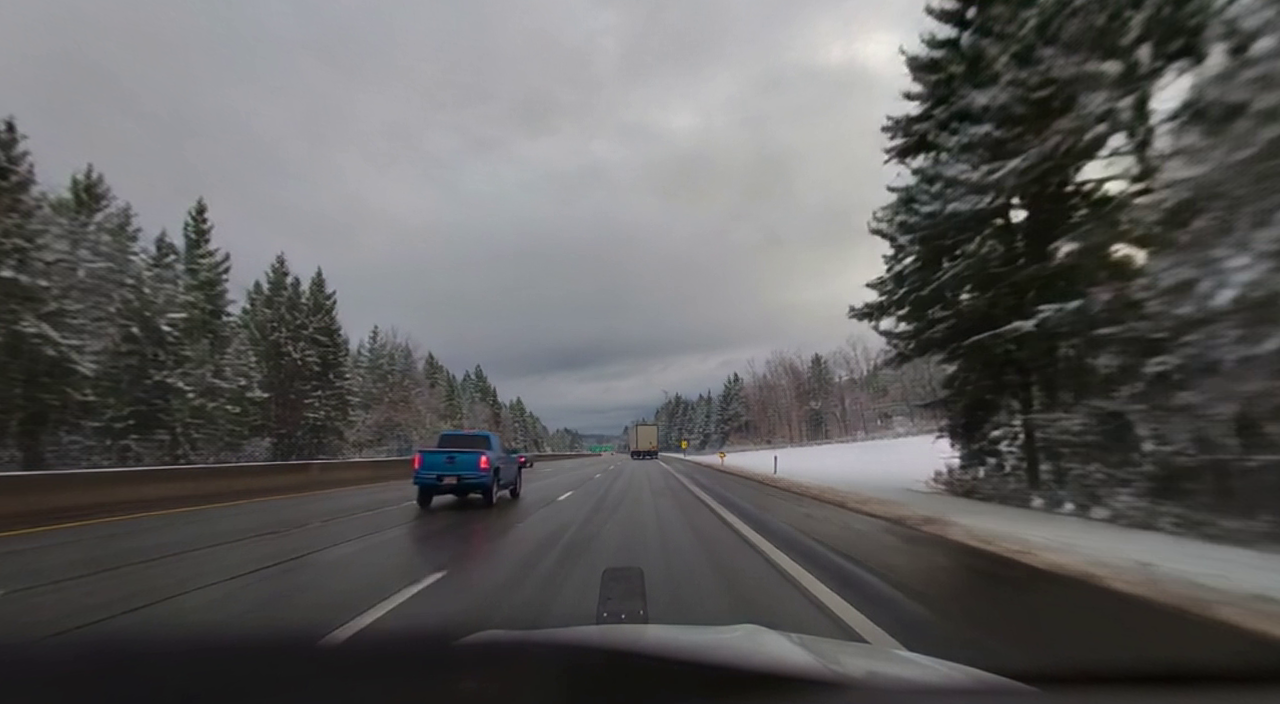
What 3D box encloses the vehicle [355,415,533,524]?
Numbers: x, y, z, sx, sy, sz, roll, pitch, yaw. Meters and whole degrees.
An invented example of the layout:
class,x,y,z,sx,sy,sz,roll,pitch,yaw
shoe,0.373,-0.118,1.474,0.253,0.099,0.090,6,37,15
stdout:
class,x,y,z,sx,sy,sz,roll,pitch,yaw
vehicle,-3.898,2.483,13.764,2.124,1.888,5.226,-1,-9,1
